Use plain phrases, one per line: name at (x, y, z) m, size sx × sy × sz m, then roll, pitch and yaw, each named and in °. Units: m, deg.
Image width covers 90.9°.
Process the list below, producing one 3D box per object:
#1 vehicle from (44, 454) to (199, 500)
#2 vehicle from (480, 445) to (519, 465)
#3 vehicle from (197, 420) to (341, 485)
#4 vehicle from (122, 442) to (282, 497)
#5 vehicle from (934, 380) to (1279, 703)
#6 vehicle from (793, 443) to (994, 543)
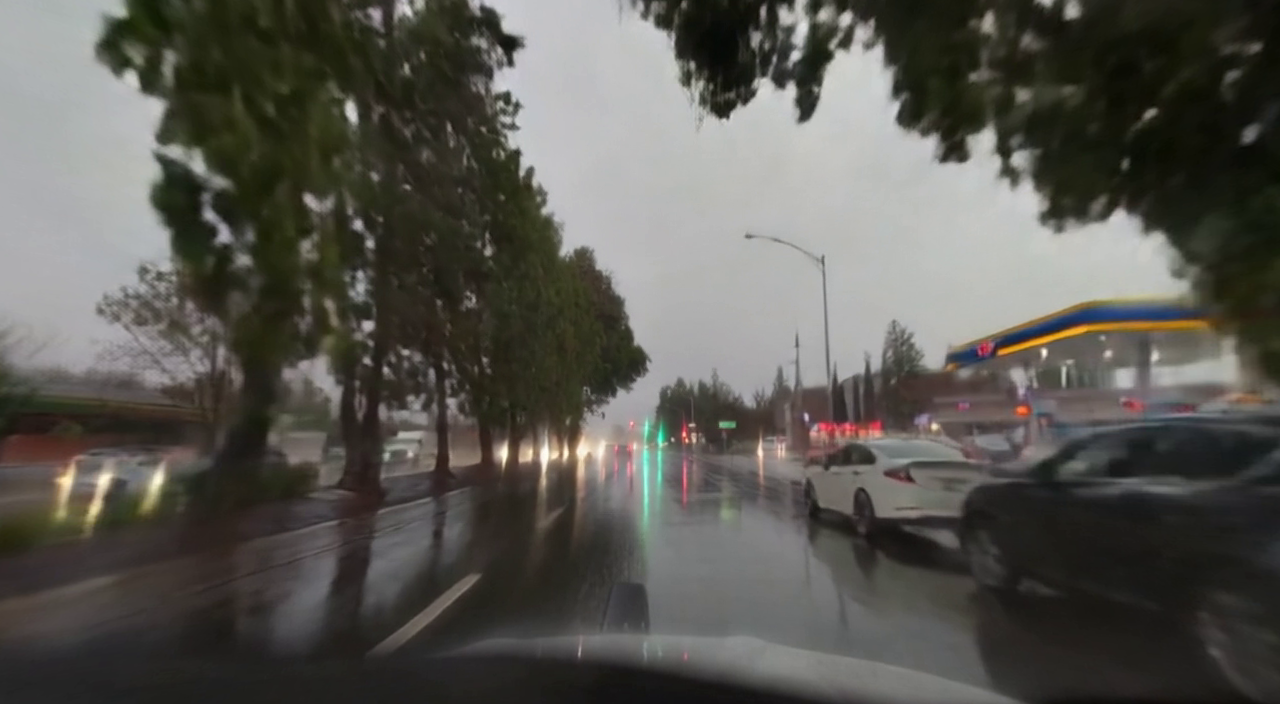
vehicle at (-18.883, 4.539, 23.292) m, size 1.817 × 1.460 × 4.524 m, roll 0°, pitch -9°, yaw 1°
vehicle at (-10.956, 8.033, 49.452) m, size 1.860 × 1.495 × 4.409 m, roll 0°, pitch -9°, yaw 2°
vehicle at (-18.693, 5.130, 32.475) m, size 2.837 × 2.953 × 7.214 m, roll 0°, pitch -9°, yaw 2°
vehicle at (-14.508, 3.881, 21.290) m, size 1.977 × 1.619 × 4.612 m, roll 0°, pitch -9°, yaw 1°
vehicle at (4.309, 1.224, 4.594) m, size 2.179 × 1.709 × 4.512 m, roll 0°, pitch -9°, yaw 1°
vehicle at (4.200, 2.384, 11.429) m, size 1.963 × 1.411 × 4.637 m, roll -1°, pitch -9°, yaw 3°
